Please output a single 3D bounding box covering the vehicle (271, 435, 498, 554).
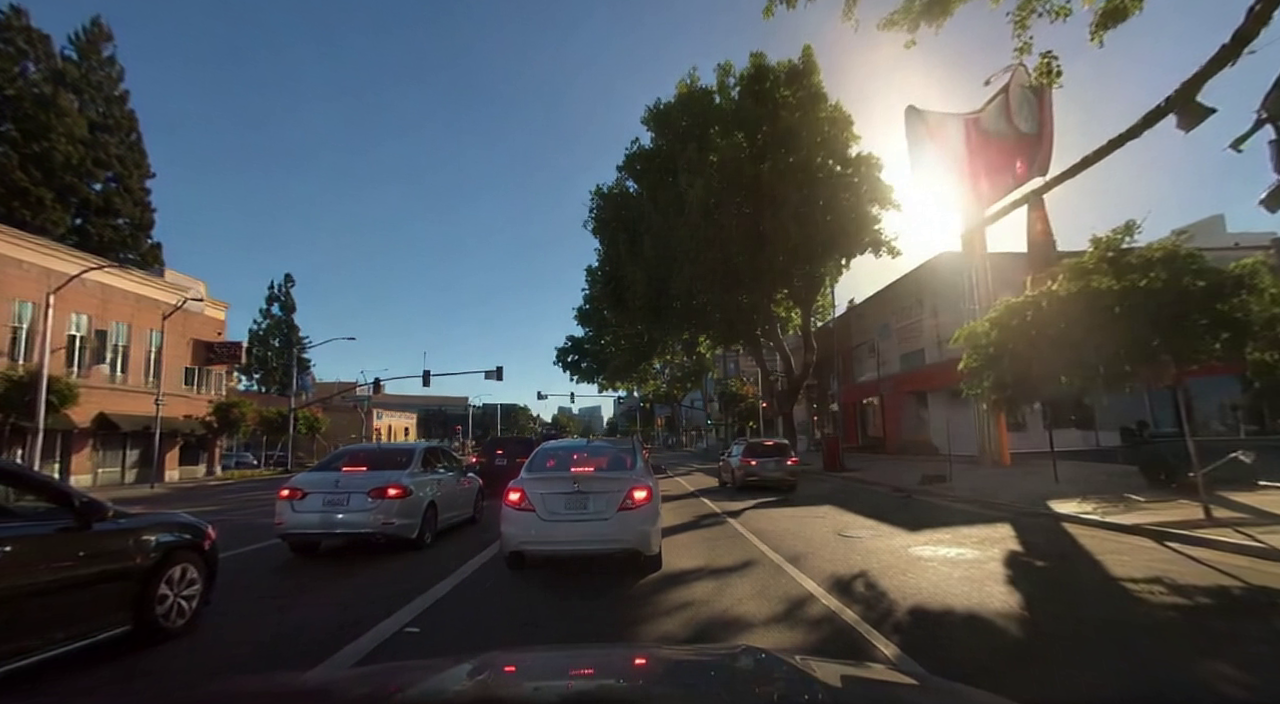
[{"bbox_3d":[-3.735,2.135,10.194,1.950,1.487,4.130,0,-9,0],"label":"vehicle"}]

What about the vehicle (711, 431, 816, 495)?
[{"bbox_3d":[3.497,3.255,18.838,2.097,1.651,4.300,0,-9,-2],"label":"vehicle"}]

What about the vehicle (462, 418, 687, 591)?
[{"bbox_3d":[-0.633,1.689,7.792,2.042,1.555,3.912,0,-9,-1],"label":"vehicle"}]

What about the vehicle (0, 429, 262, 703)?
[{"bbox_3d":[-4.185,1.096,2.970,2.020,1.457,4.496,0,-9,0],"label":"vehicle"}]
